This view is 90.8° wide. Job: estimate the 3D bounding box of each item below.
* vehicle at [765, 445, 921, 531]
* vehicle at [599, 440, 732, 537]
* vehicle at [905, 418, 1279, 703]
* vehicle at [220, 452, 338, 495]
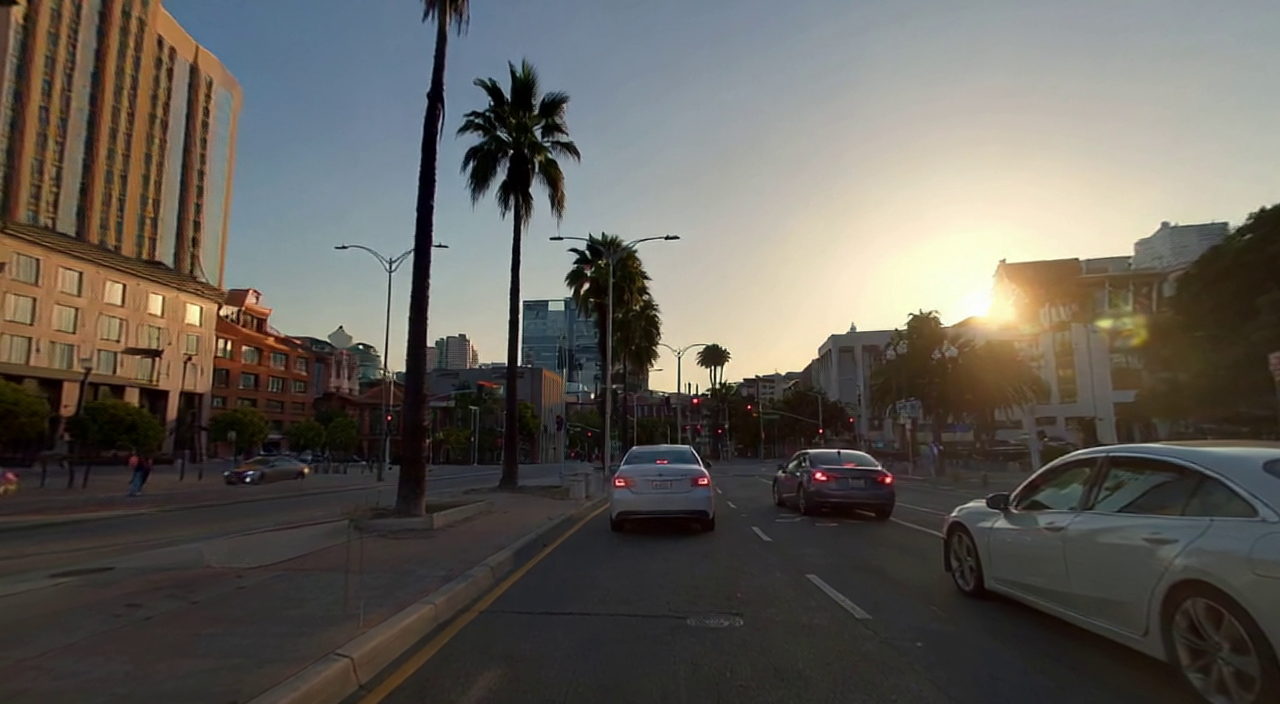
[{"bbox_3d":[4.033,2.736,13.407,1.920,1.490,4.417,0,-9,1],"label":"vehicle"},{"bbox_3d":[0.489,2.433,11.833,2.078,1.503,3.681,-1,-9,3],"label":"vehicle"},{"bbox_3d":[3.640,1.265,4.276,1.913,1.469,4.425,-1,-9,2],"label":"vehicle"},{"bbox_3d":[-15.644,5.248,27.714,2.078,1.662,4.436,-2,-9,9],"label":"vehicle"}]
